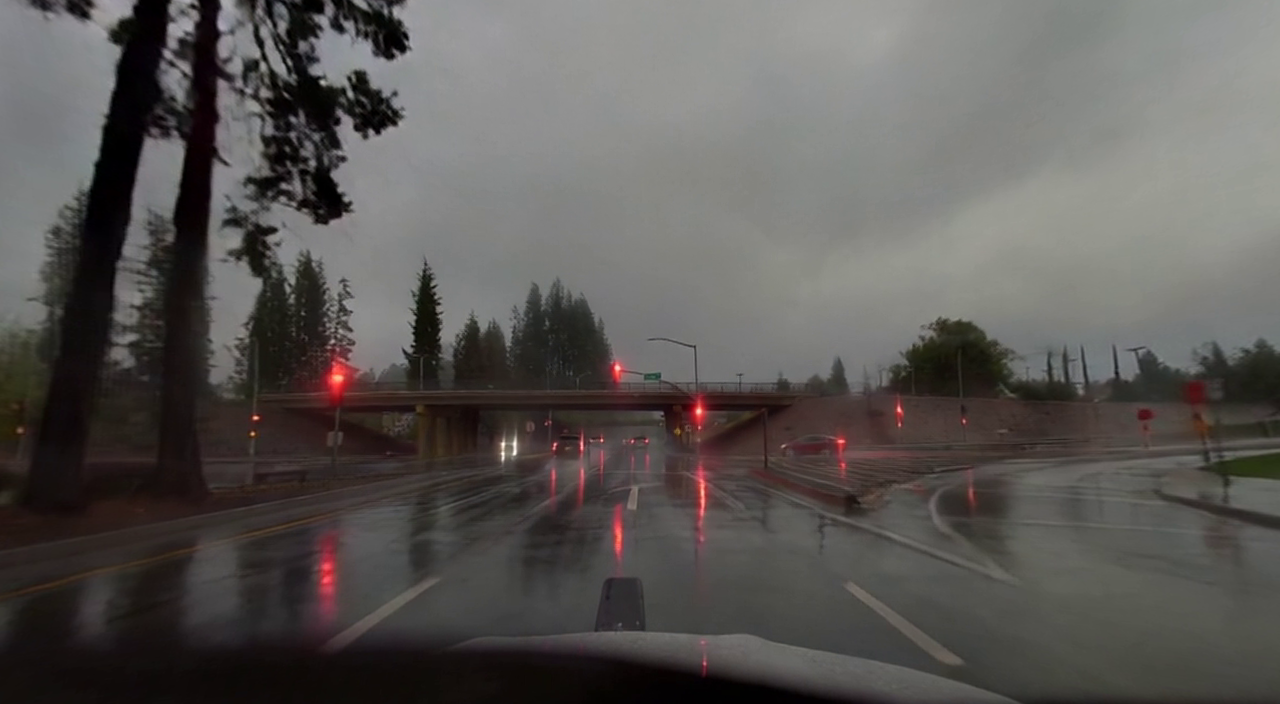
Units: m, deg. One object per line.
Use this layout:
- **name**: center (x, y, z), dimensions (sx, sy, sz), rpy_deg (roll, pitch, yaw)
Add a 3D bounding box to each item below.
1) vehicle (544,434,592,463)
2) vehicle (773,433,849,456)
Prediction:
- **vehicle**: center (-3.856, 5.306, 34.634), dimensions (2.082, 1.472, 4.310), rpy_deg (0, -9, 0)
- **vehicle**: center (11.720, 6.365, 43.478), dimensions (4.691, 1.466, 1.800), rpy_deg (1, -9, -6)
